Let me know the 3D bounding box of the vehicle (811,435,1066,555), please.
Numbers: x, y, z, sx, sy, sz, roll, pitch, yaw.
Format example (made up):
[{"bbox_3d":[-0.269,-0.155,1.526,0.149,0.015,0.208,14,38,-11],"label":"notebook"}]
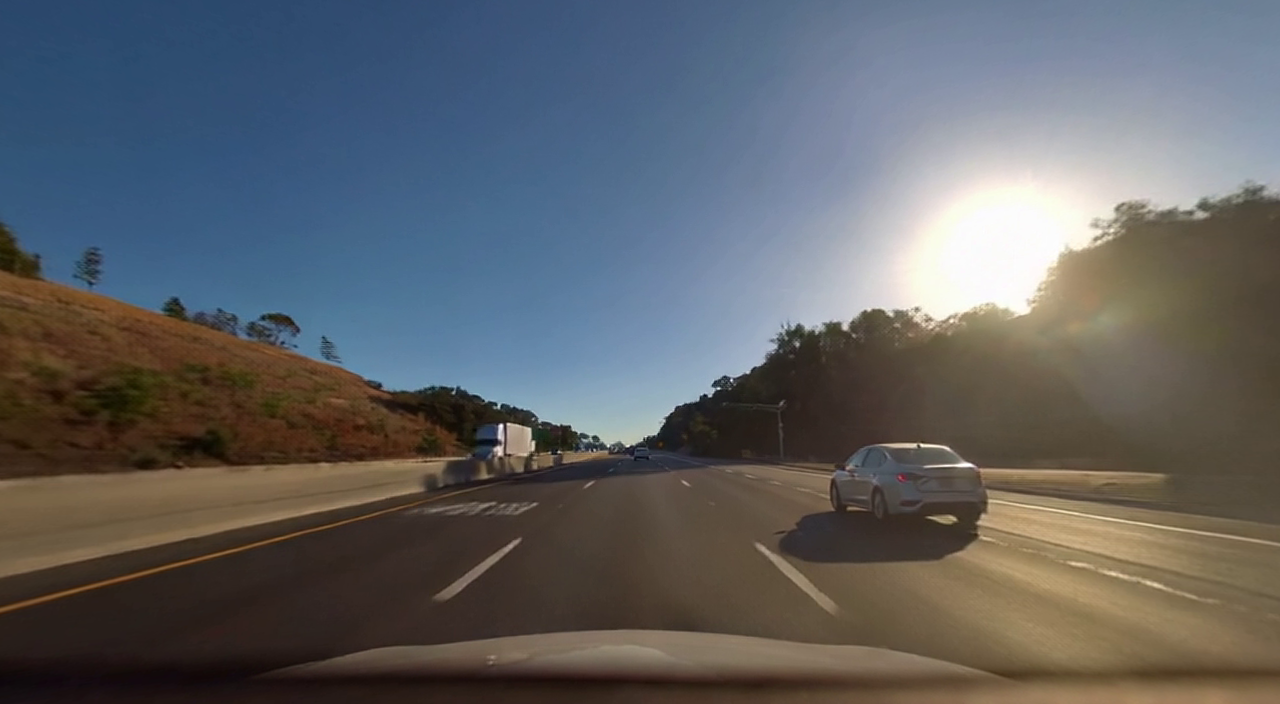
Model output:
[{"bbox_3d":[4.359,2.139,10.124,1.976,1.495,4.217,0,-9,-1],"label":"vehicle"}]
